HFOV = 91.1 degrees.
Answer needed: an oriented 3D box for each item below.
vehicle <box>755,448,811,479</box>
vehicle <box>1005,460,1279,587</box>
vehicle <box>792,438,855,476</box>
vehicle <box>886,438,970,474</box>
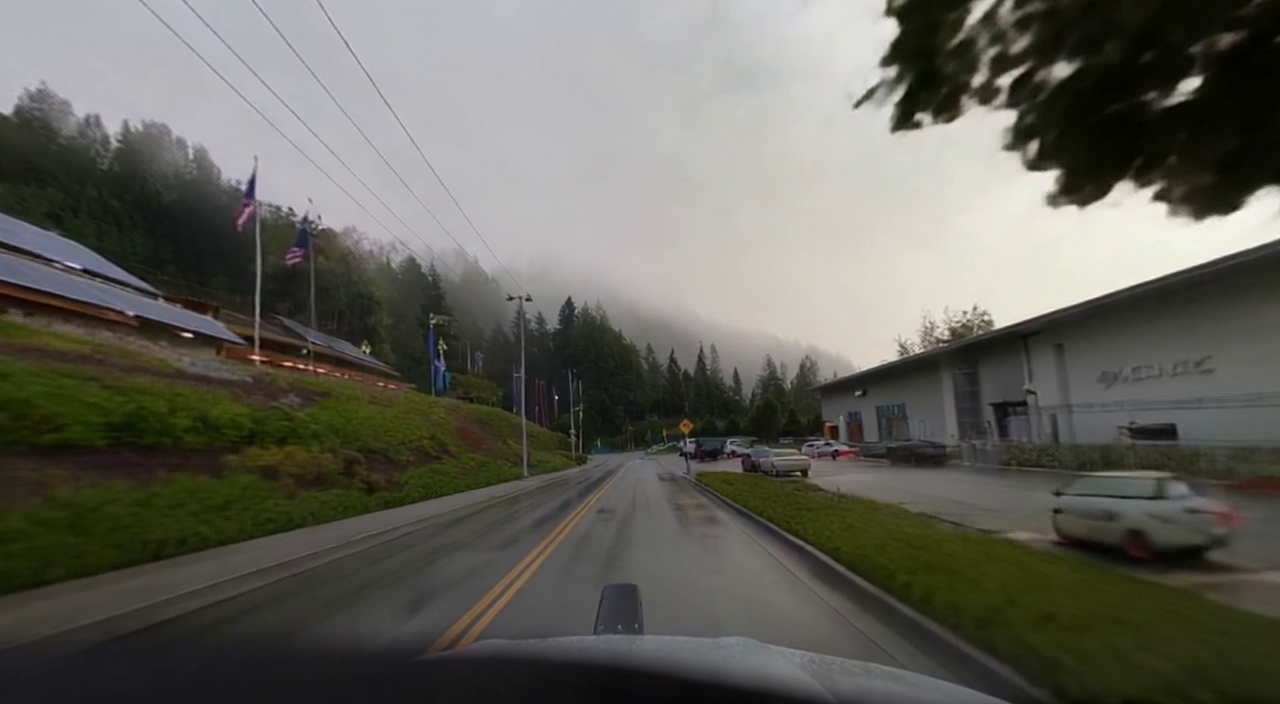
[{"bbox_3d":[7.512,5.857,33.326,1.909,1.496,4.079,-1,-9,-1],"label":"vehicle"},{"bbox_3d":[8.044,2.493,9.874,1.981,1.471,3.636,1,-9,-11],"label":"vehicle"},{"bbox_3d":[10.184,5.854,35.287,2.113,1.945,4.546,-1,-9,0],"label":"vehicle"},{"bbox_3d":[14.603,5.288,32.196,1.947,1.657,4.314,0,-9,-5],"label":"vehicle"}]
